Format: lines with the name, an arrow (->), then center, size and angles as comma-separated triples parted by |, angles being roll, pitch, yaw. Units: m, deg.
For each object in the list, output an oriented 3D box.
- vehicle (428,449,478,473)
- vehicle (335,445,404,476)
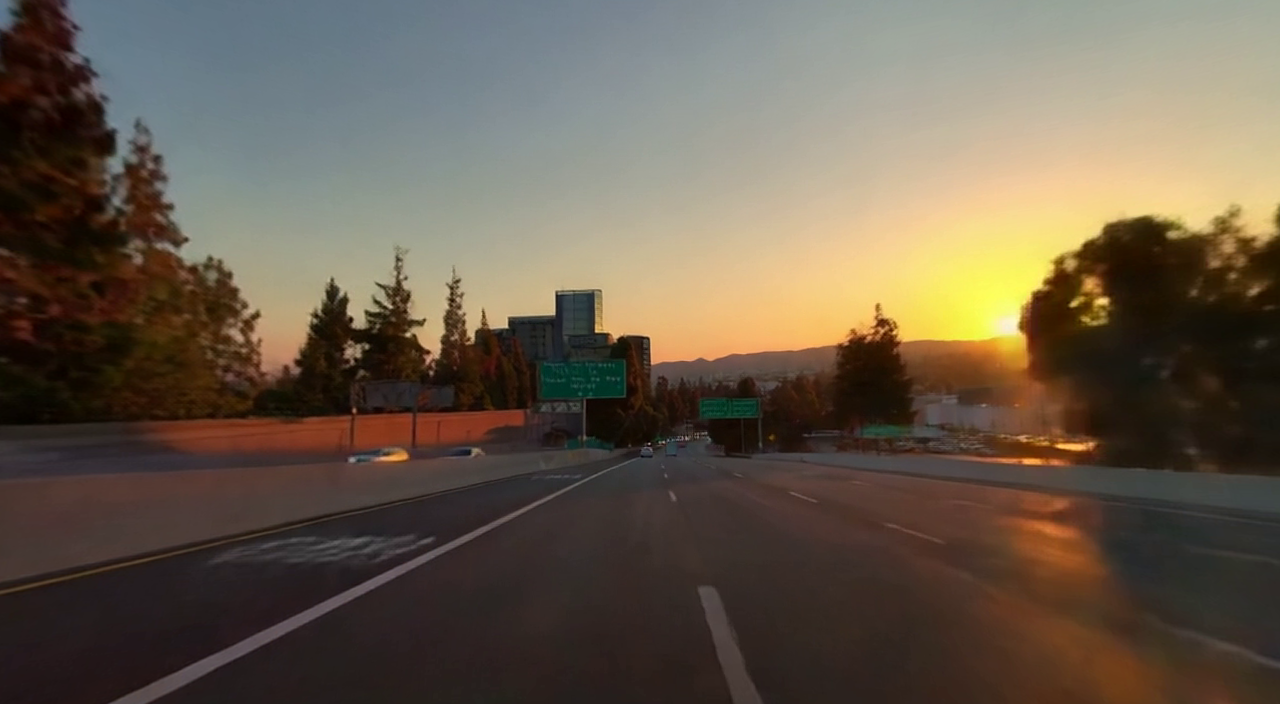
vehicle -> -12.315, 7.201, 41.844 | 1.870, 1.451, 4.490 | 0, -9, 1
vehicle -> -16.560, 6.643, 38.860 | 2.012, 1.768, 4.615 | -1, -9, 2
